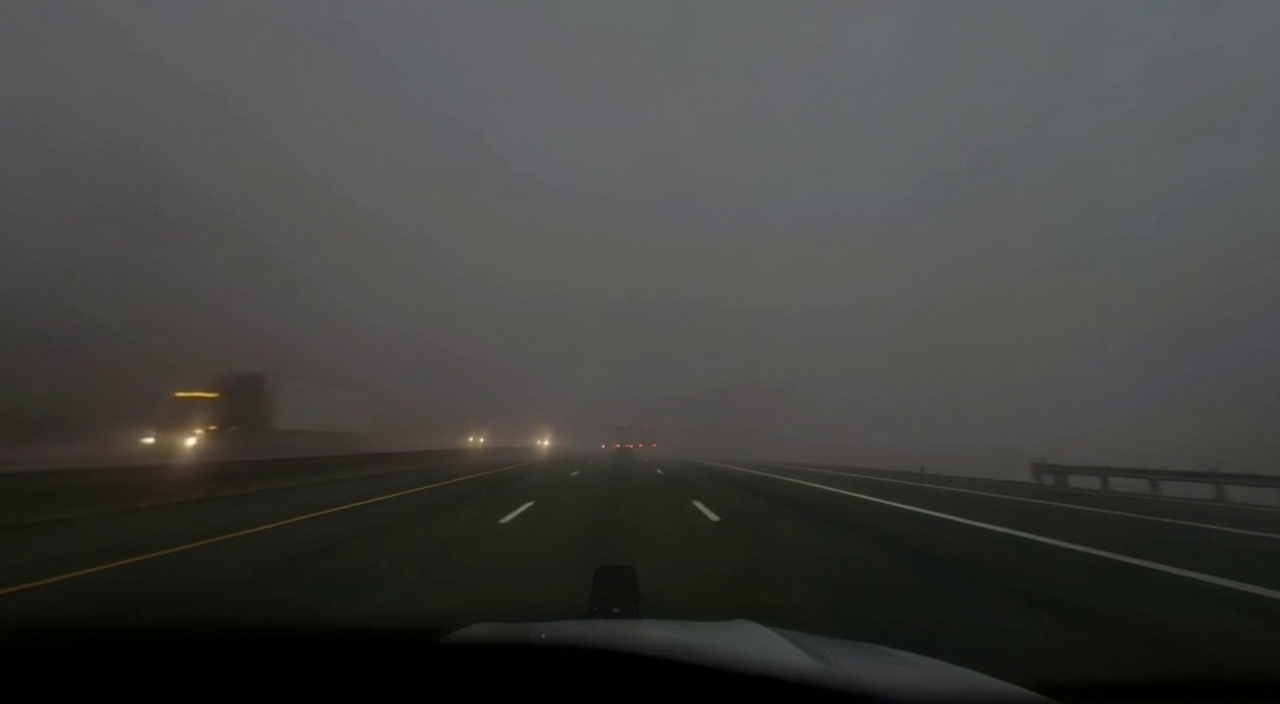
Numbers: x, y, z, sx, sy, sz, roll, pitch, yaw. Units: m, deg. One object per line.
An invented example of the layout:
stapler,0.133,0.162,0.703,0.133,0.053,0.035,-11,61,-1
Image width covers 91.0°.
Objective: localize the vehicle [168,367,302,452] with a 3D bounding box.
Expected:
vehicle,-20.685,3.120,32.694,2.996,3.968,5.878,0,-8,-1
